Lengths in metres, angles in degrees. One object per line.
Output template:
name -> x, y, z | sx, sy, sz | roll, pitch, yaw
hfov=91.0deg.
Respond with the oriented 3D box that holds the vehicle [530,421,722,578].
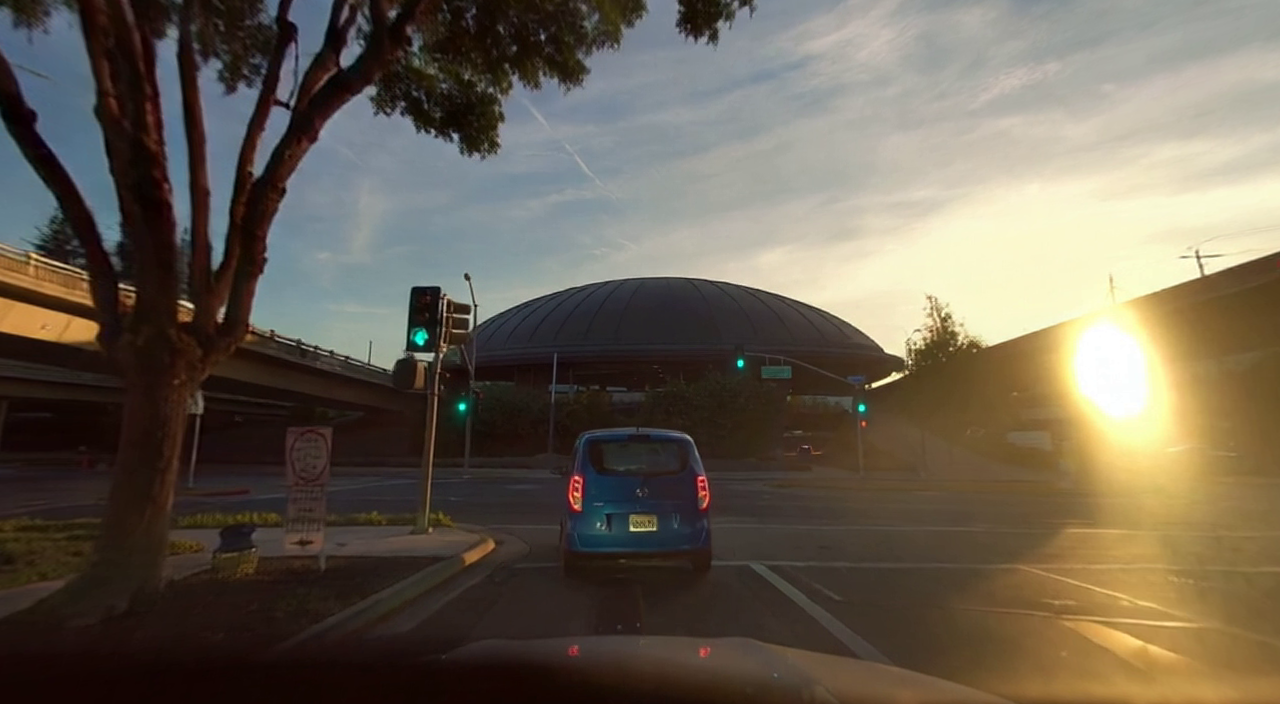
vehicle -> -0.277, 1.816, 8.452 | 1.976, 1.584, 3.772 | 1, -9, -4
